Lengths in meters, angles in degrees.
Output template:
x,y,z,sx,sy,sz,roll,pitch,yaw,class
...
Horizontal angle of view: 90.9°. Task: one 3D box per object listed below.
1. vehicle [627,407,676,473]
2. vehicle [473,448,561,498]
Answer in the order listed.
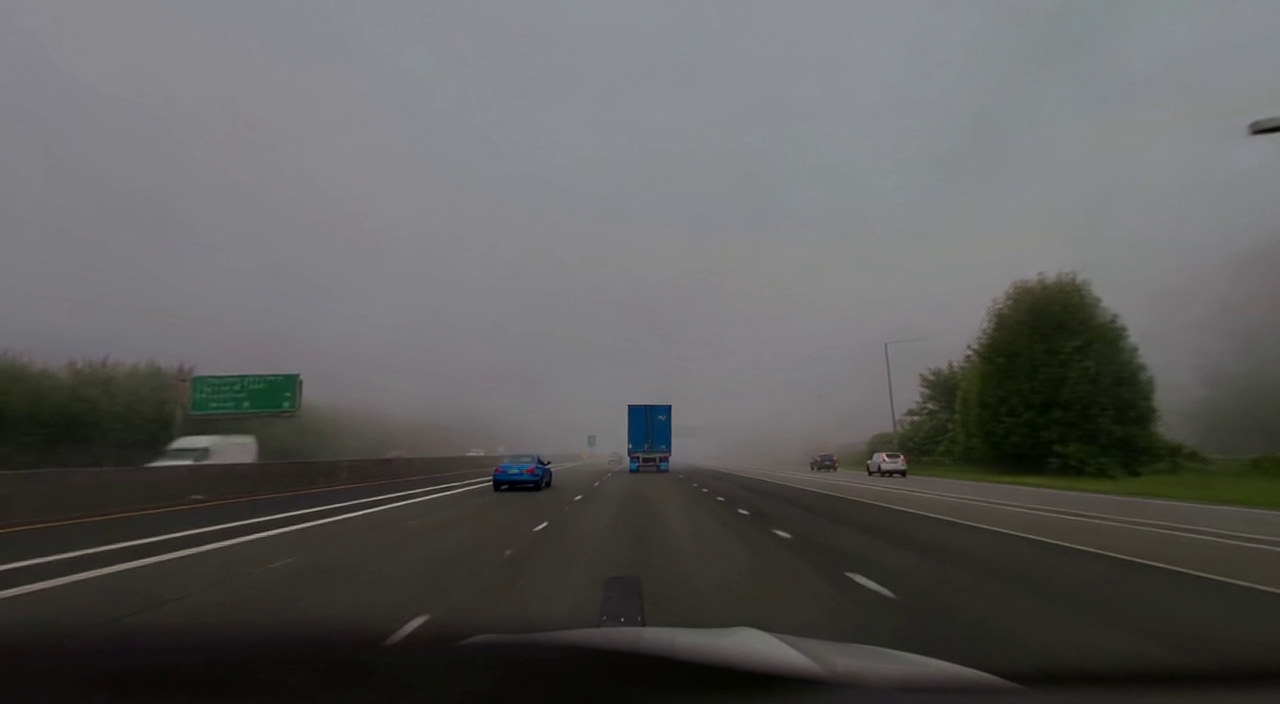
x,y,z,sx,sy,sz,roll,pitch,yaw,class
0.751,6.265,44.392,3.022,4.072,10.318,0,-9,1,vehicle
-3.883,3.882,20.695,1.931,1.466,4.458,0,-9,1,vehicle
